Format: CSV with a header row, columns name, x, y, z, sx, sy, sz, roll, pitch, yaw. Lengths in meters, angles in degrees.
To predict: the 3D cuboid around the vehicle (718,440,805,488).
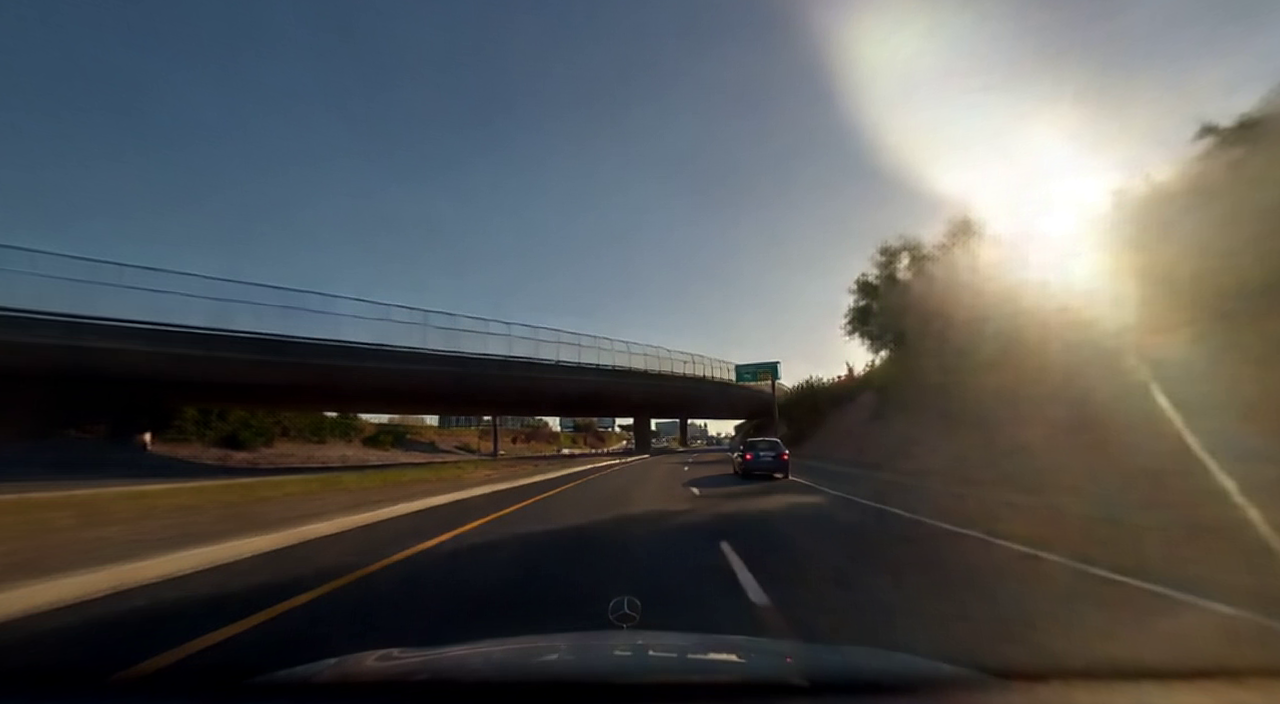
name,x,y,z,sx,sy,sz,roll,pitch,yaw
vehicle,3.904,3.671,20.916,2.124,1.405,4.398,0,-8,1
